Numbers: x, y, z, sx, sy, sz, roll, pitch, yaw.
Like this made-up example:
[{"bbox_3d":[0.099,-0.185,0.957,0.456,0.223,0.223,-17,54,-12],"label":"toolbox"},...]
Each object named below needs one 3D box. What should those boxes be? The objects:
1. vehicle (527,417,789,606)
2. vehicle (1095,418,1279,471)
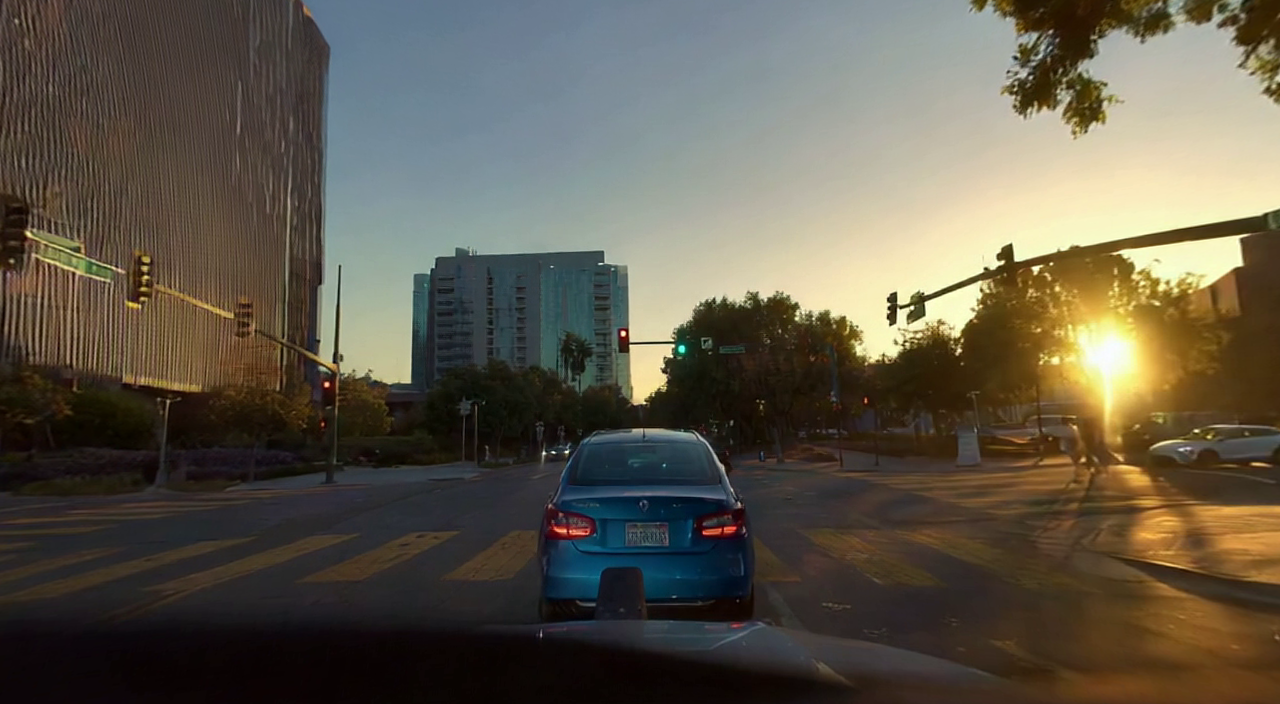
[{"bbox_3d":[-0.149,1.643,7.494,1.893,1.532,4.145,2,-9,-16],"label":"vehicle"},{"bbox_3d":[19.157,3.261,22.220,4.675,1.772,1.945,0,-8,0],"label":"vehicle"}]
